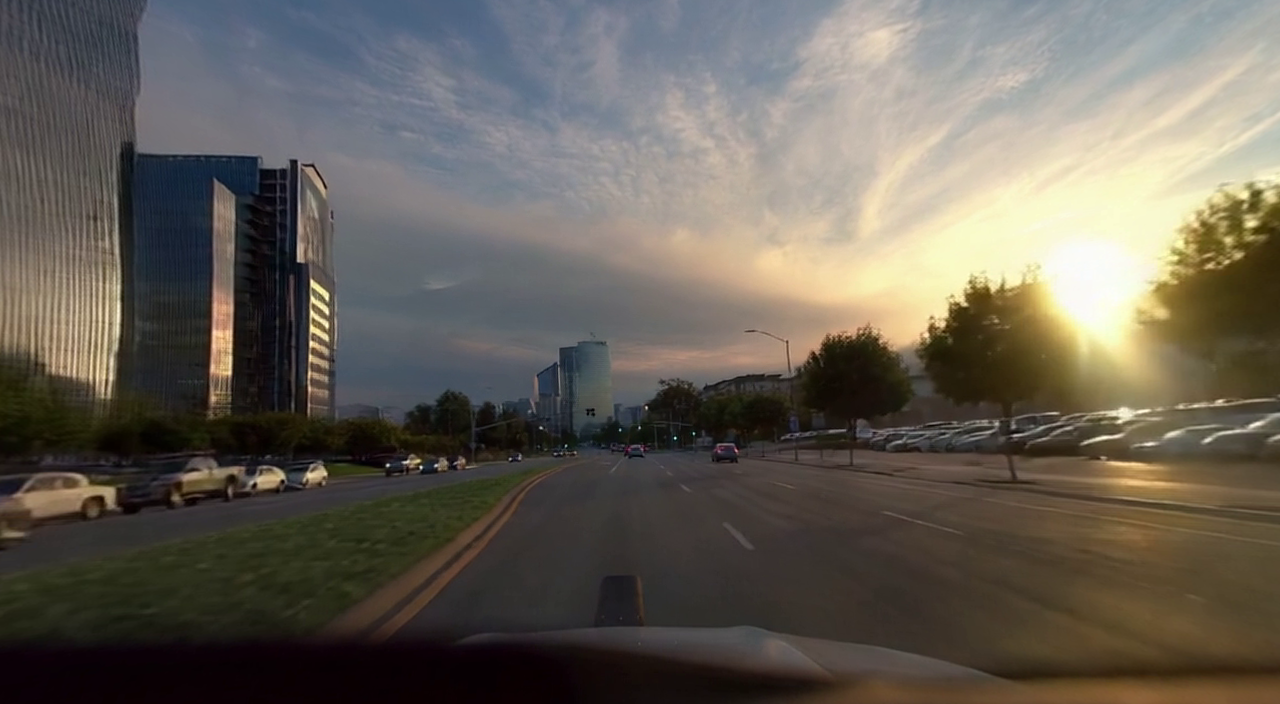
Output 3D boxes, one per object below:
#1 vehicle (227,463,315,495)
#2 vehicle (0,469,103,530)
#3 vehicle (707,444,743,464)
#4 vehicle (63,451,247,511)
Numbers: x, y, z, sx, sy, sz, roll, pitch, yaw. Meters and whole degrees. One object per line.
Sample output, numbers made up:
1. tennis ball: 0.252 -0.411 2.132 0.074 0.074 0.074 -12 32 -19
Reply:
1. vehicle: -19.064 6.570 32.920 1.850 1.451 4.450 0 -9 1
2. vehicle: -19.027 4.386 18.958 1.869 1.606 4.617 0 -9 -2
3. vehicle: 6.273 7.587 47.040 1.992 1.447 4.414 0 -9 -1
4. vehicle: -19.176 5.080 25.589 2.373 2.077 6.457 0 -9 -1
